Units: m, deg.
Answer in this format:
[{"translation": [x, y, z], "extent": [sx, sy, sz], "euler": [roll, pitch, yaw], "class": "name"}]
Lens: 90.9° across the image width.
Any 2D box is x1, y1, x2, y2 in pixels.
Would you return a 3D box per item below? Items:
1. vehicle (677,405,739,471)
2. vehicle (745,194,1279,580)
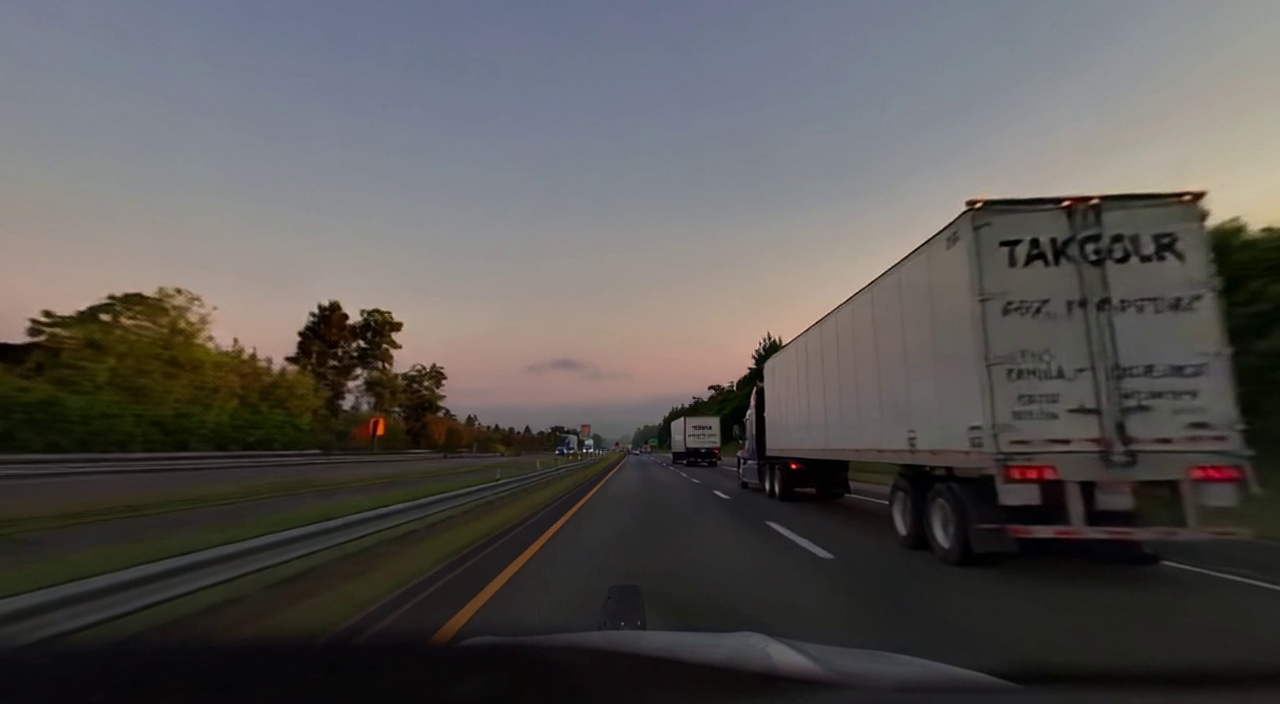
[{"translation": [4.651, 6.433, 46.279], "extent": [2.983, 4.030, 14.444], "euler": [0, -9, 0], "class": "vehicle"}, {"translation": [5.025, 1.372, 13.702], "extent": [2.929, 4.093, 14.258], "euler": [0, -9, 0], "class": "vehicle"}]
